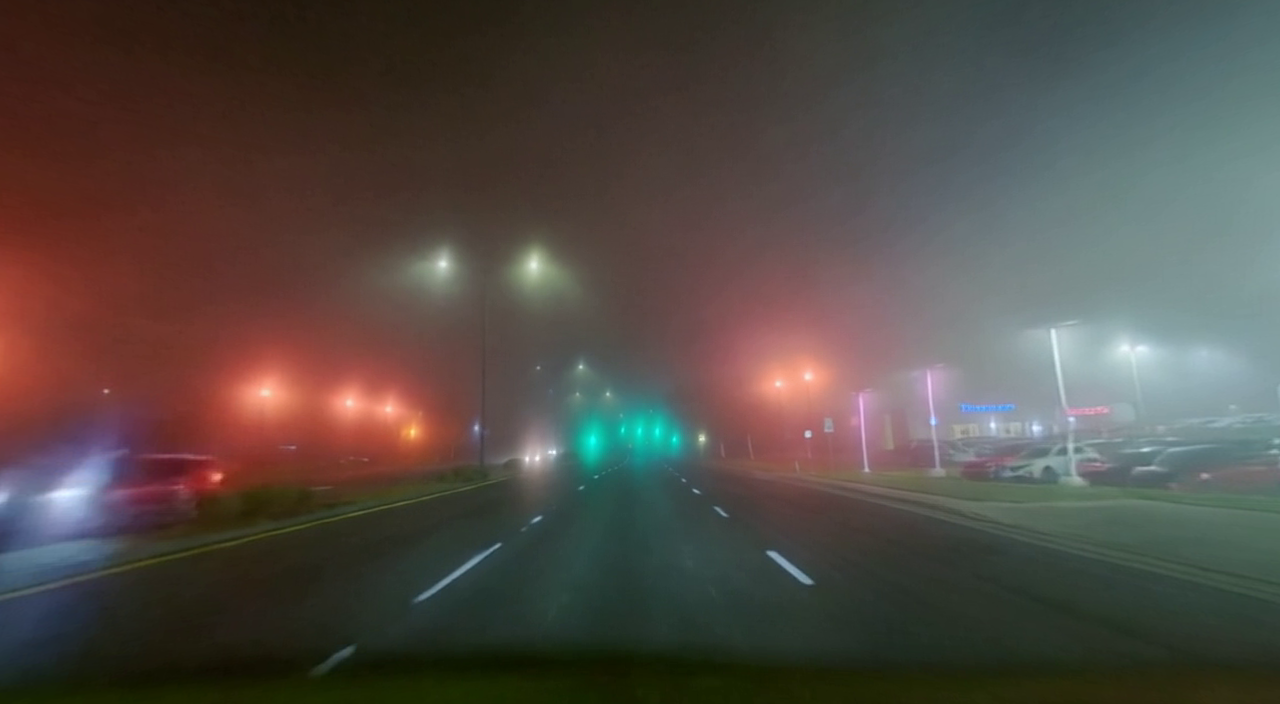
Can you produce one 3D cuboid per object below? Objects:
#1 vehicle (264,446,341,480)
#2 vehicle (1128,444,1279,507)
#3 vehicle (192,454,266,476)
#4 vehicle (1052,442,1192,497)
[{"bbox_3d":[-19.945,6.554,37.338,2.043,1.827,4.547,0,-9,0],"label":"vehicle"},{"bbox_3d":[16.571,3.464,18.116,4.313,1.584,2.282,5,-10,-29],"label":"vehicle"},{"bbox_3d":[-30.645,8.403,46.888,4.400,1.524,1.849,6,-11,-37],"label":"vehicle"},{"bbox_3d":[16.213,3.875,21.109,4.222,1.669,2.050,5,-10,-28],"label":"vehicle"}]
